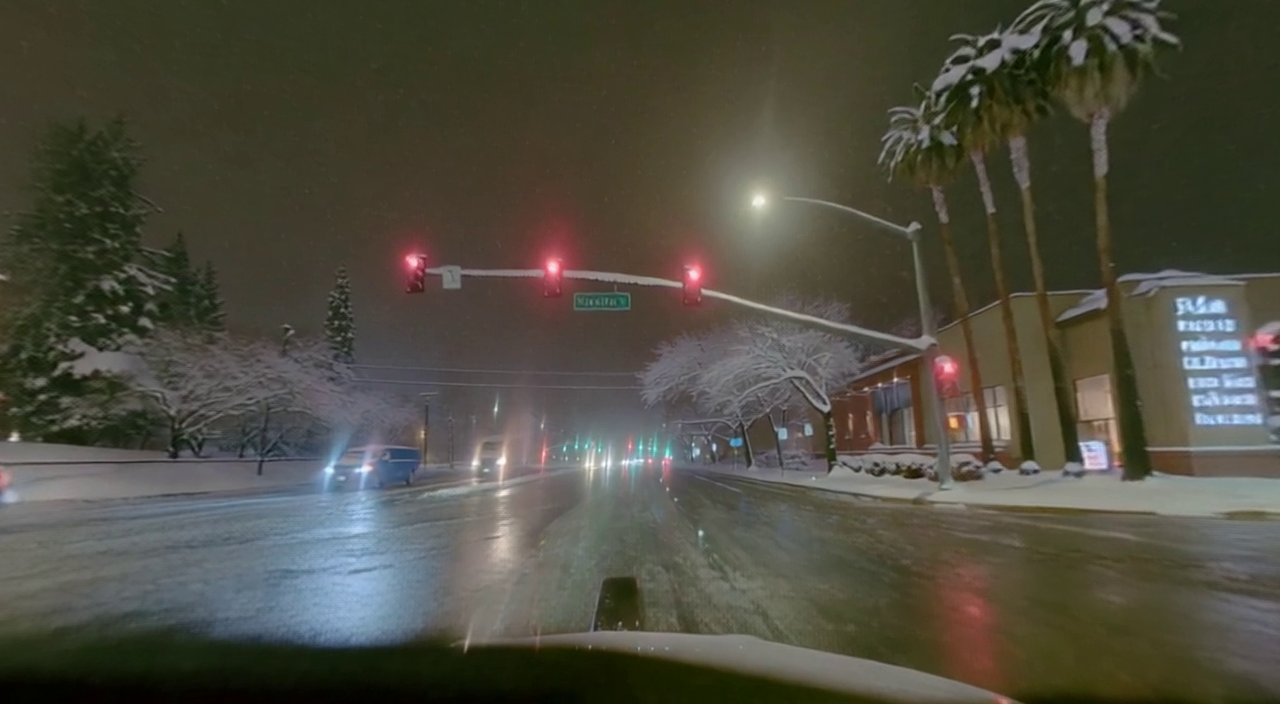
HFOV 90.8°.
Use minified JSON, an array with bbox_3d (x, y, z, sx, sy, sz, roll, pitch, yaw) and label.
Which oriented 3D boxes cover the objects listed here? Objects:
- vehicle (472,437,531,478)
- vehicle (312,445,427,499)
[{"bbox_3d":[-9.713,7.465,45.090,2.509,2.712,7.034,0,-9,1],"label":"vehicle"},{"bbox_3d":[-9.354,4.144,22.346,2.074,1.681,4.417,0,-9,1],"label":"vehicle"}]
